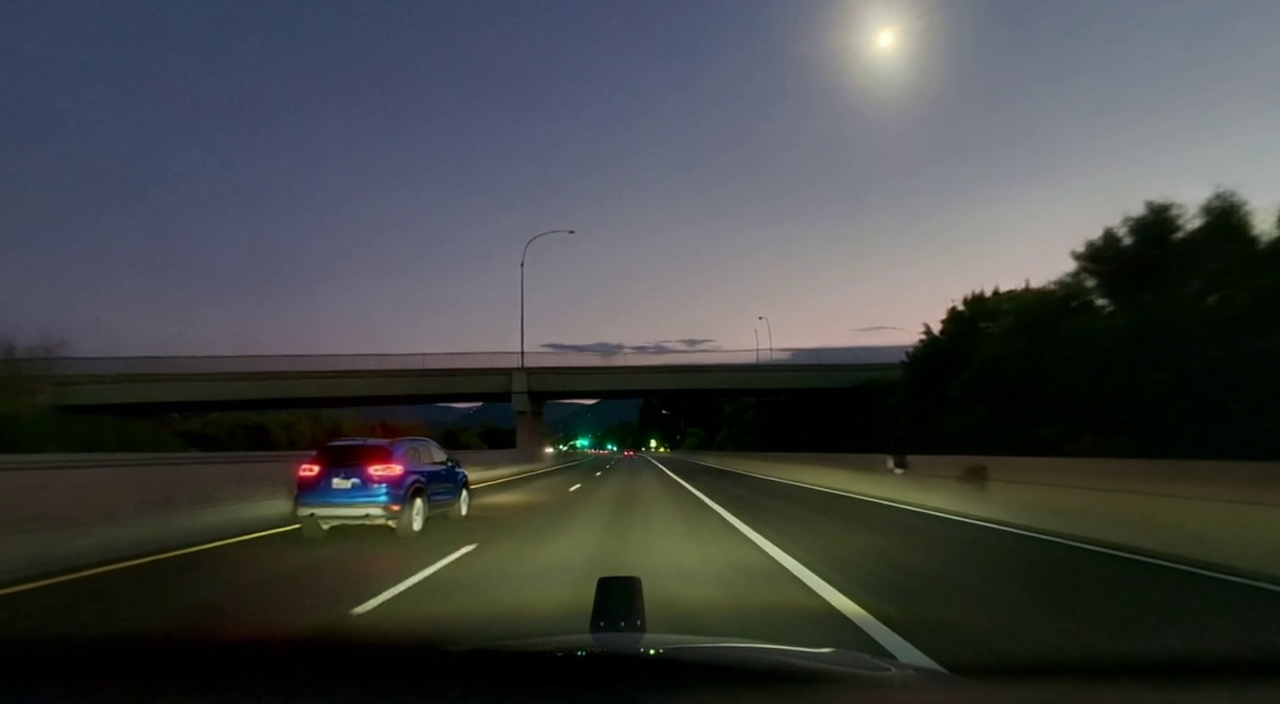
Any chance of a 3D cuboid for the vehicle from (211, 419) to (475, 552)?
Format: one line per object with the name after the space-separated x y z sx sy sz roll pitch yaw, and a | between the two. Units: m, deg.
-4.601 2.143 10.843 2.221 1.750 4.706 0 -9 0 | vehicle
